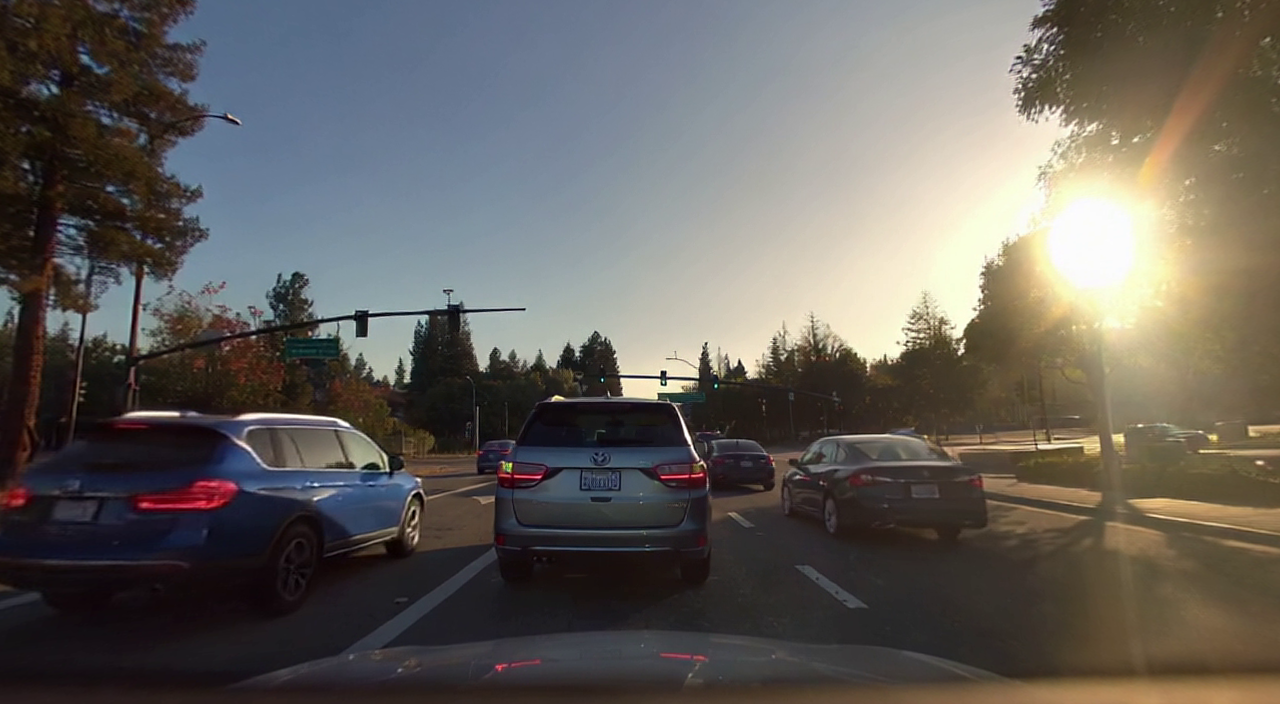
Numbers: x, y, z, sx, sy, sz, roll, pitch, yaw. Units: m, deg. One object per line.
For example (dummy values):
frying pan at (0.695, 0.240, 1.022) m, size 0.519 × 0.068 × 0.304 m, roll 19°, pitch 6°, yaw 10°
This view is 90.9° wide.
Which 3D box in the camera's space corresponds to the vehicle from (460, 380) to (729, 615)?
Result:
vehicle at (-0.362, 1.439, 7.101) m, size 2.064 × 1.817 × 4.298 m, roll 0°, pitch -8°, yaw 0°

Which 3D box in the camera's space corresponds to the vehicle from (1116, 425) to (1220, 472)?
vehicle at (19.307, 3.509, 22.980) m, size 4.215 × 1.578 × 1.892 m, roll 7°, pitch -11°, yaw -37°

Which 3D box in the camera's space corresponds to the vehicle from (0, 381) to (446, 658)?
vehicle at (-3.721, 1.344, 6.160) m, size 2.160 × 1.666 × 4.583 m, roll 0°, pitch -8°, yaw 0°

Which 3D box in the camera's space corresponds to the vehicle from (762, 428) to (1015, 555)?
vehicle at (3.358, 1.967, 9.622) m, size 2.121 × 1.494 × 4.208 m, roll 0°, pitch -8°, yaw 0°
